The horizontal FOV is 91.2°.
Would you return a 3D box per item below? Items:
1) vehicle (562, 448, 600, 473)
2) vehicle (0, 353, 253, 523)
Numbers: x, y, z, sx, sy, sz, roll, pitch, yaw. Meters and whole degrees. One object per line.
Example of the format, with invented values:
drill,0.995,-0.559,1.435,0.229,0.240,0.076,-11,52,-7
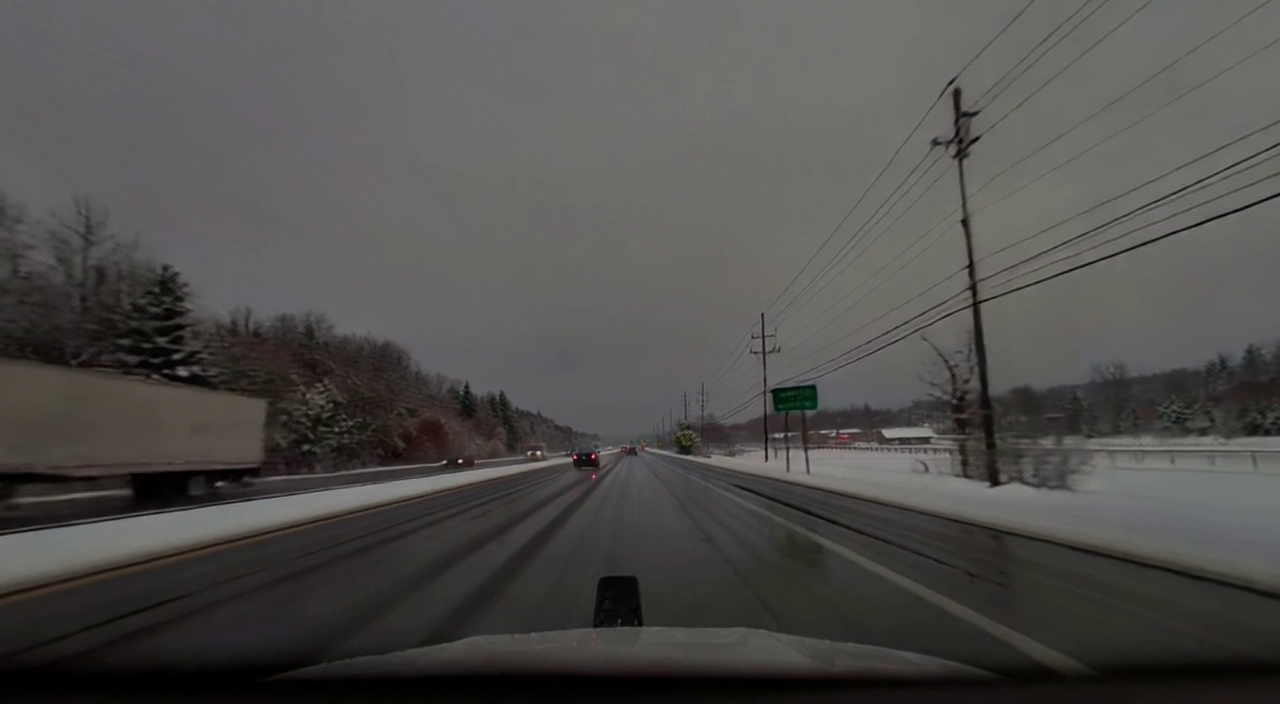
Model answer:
vehicle,-3.836,7.150,41.582,2.123,1.545,4.404,0,-9,0
vehicle,-16.929,2.520,17.916,2.879,4.041,14.093,0,-9,-1
